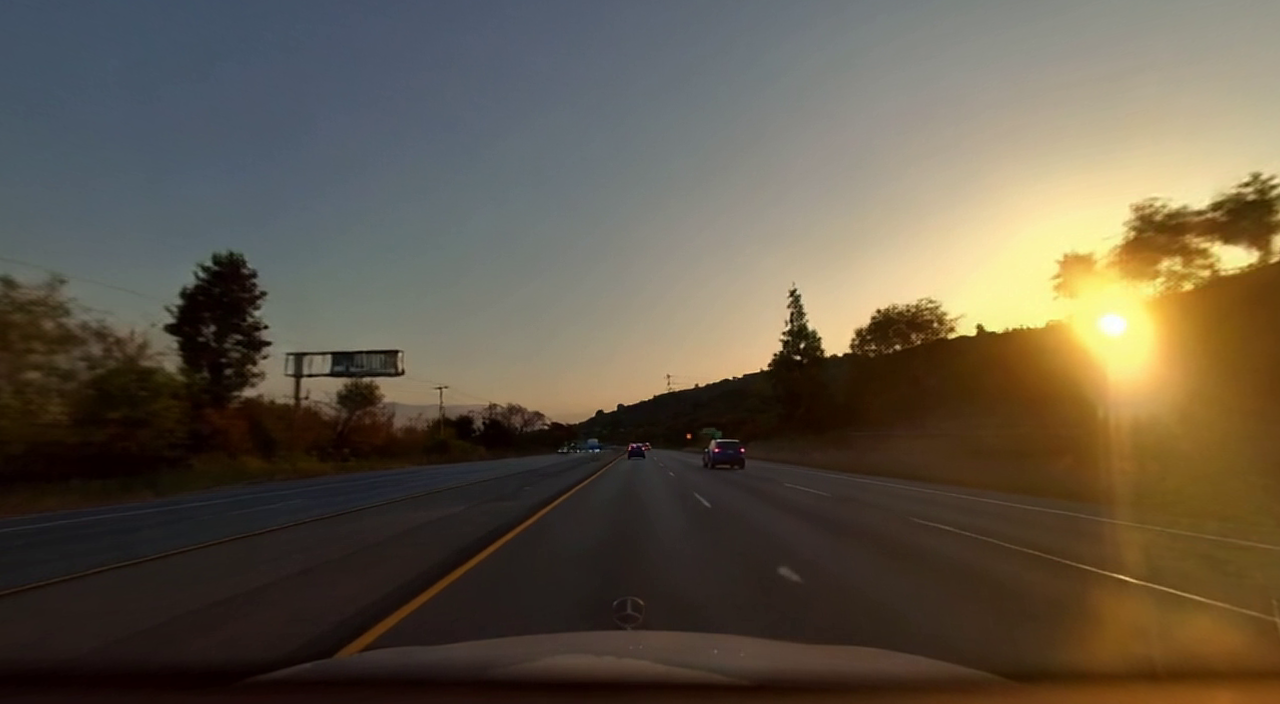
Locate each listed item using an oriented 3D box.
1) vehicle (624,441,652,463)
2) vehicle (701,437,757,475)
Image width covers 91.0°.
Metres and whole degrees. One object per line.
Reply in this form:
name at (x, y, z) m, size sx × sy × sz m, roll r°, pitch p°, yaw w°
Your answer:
vehicle at (-0.141, 7.477, 47.003) m, size 2.009 × 1.554 × 4.013 m, roll 0°, pitch -8°, yaw 1°
vehicle at (4.047, 4.782, 29.226) m, size 2.037 × 1.609 × 4.036 m, roll 0°, pitch -8°, yaw 0°
